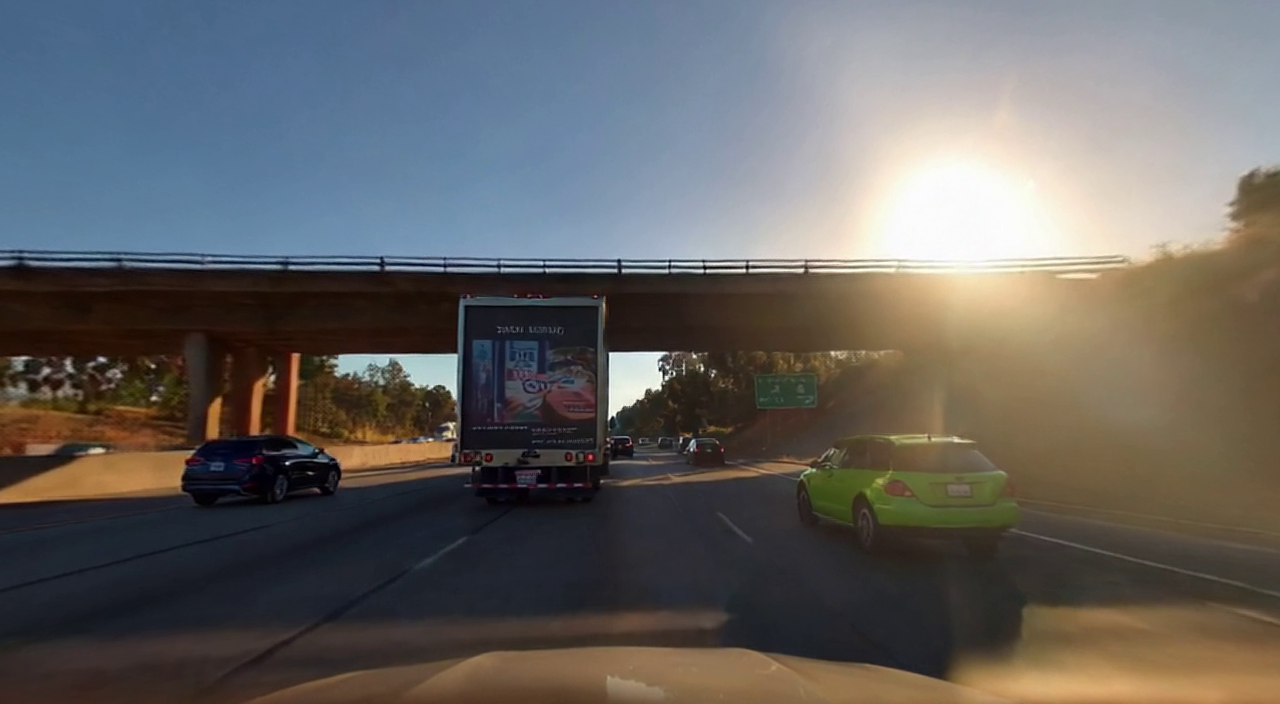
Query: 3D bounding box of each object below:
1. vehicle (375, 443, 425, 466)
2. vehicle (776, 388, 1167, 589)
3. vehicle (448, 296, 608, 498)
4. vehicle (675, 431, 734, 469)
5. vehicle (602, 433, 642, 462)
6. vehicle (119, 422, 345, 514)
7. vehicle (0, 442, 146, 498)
[{"bbox_3d":[-17.070,7.304,44.985,1.874,1.491,4.393,0,-8,0],"label":"vehicle"},{"bbox_3d":[3.248,1.422,7.479,2.118,1.647,4.400,0,-8,-2],"label":"vehicle"},{"bbox_3d":[-2.487,1.481,16.783,2.911,3.787,9.905,1,-8,-5],"label":"vehicle"},{"bbox_3d":[2.776,4.339,28.194,2.003,1.519,4.580,0,-8,-2],"label":"vehicle"},{"bbox_3d":[-1.002,5.435,36.040,2.168,1.547,4.618,0,-8,-1],"label":"vehicle"},{"bbox_3d":[-8.544,2.429,13.796,2.048,1.652,4.421,0,-8,-1],"label":"vehicle"},{"bbox_3d":[-19.882,3.968,21.671,2.008,1.646,4.615,0,-8,-1],"label":"vehicle"}]
